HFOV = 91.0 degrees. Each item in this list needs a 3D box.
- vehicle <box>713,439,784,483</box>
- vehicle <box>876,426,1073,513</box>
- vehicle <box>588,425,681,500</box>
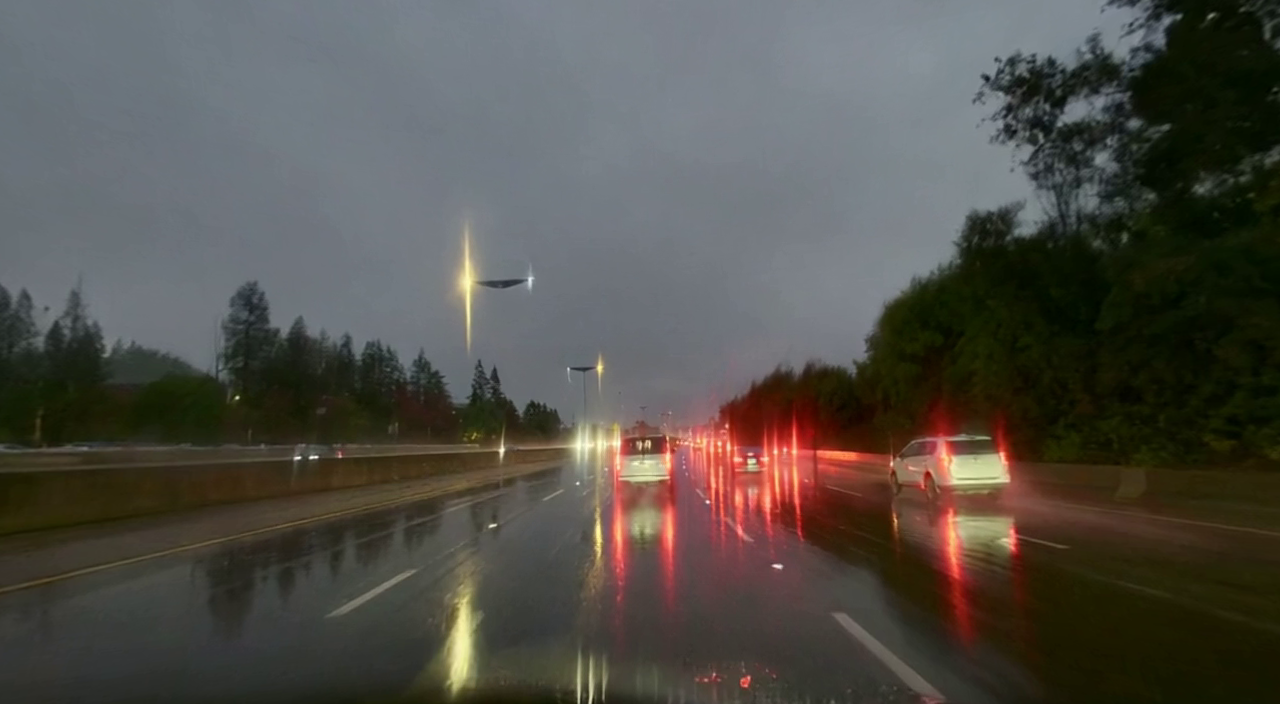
[{"bbox_3d":[4.036,4.141,24.203,1.999,1.514,4.338,0,-9,1],"label":"vehicle"},{"bbox_3d":[7.408,2.650,14.684,2.028,1.657,4.823,0,-9,1],"label":"vehicle"},{"bbox_3d":[-0.077,2.892,16.808,2.181,1.728,3.970,0,-9,1],"label":"vehicle"}]
